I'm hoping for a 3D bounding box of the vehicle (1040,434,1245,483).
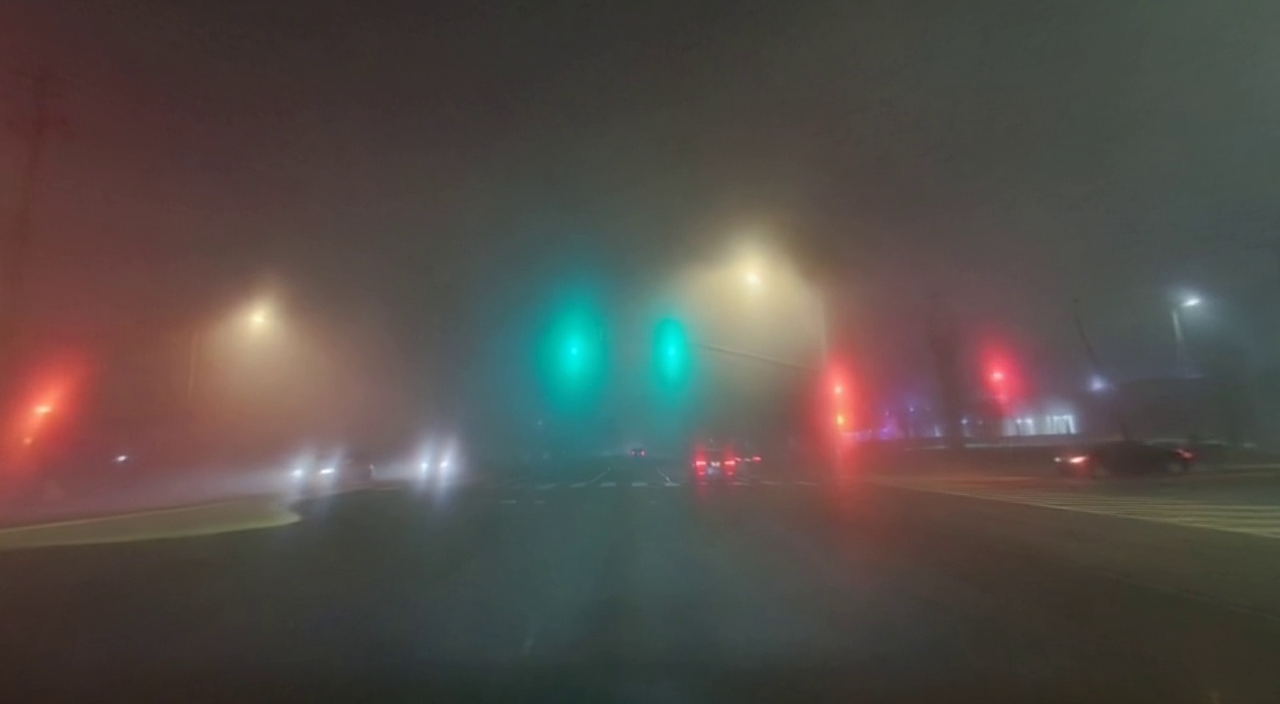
[{"bbox_3d":[16.468,3.526,20.983,4.839,1.490,2.134,-1,-9,5],"label":"vehicle"}]

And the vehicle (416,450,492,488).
[{"bbox_3d":[-7.996,5.051,27.579,1.963,1.472,4.584,-1,-9,-1],"label":"vehicle"}]

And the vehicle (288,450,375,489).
[{"bbox_3d":[-15.440,5.867,31.911,2.021,1.786,4.624,-1,-9,0],"label":"vehicle"}]

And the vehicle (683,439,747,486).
[{"bbox_3d":[3.074,4.661,26.872,2.069,1.761,4.610,0,-9,-1],"label":"vehicle"}]
